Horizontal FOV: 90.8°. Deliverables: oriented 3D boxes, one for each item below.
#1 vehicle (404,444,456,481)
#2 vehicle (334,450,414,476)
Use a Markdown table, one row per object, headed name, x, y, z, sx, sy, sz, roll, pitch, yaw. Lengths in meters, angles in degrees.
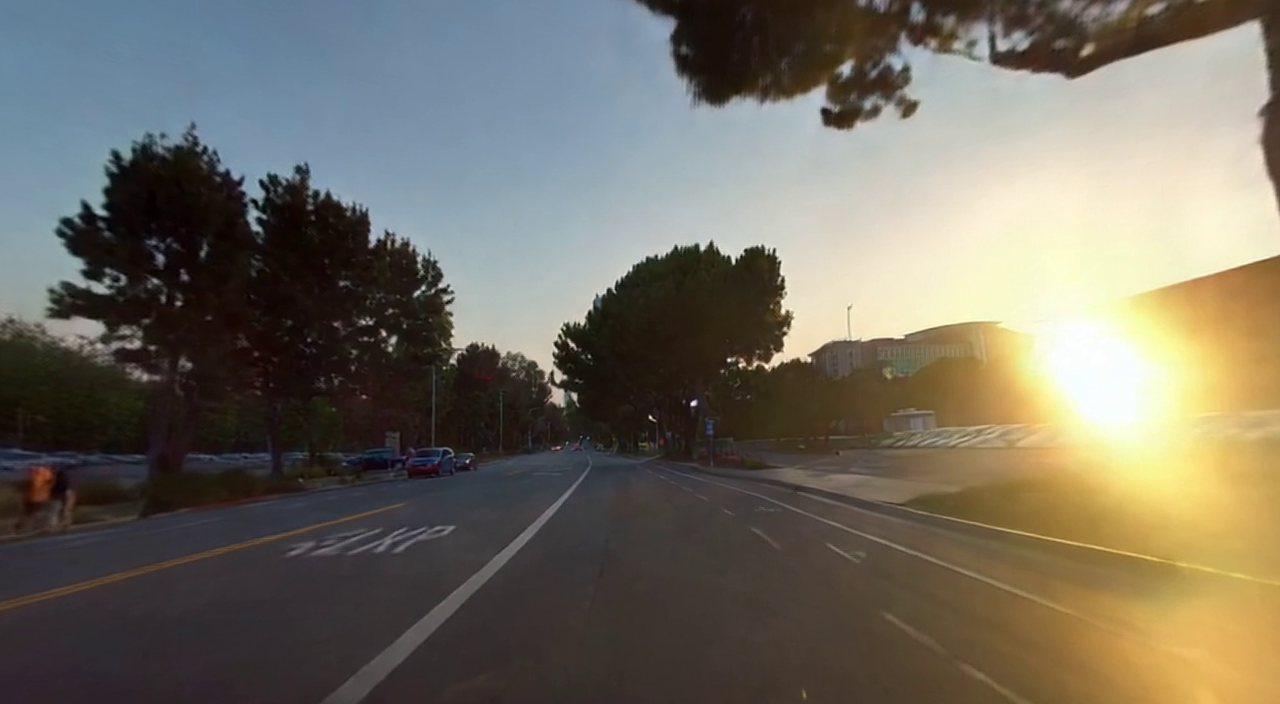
| name | x | y | z | sx | sy | sz | roll | pitch | yaw |
| --- | --- | --- | --- | --- | --- | --- | --- | --- | --- |
| vehicle | -14.413 | 7.577 | 43.659 | 2.314 | 2.144 | 5.403 | -3 | -7 | -7 |
| vehicle | -20.792 | 8.663 | 49.503 | 5.168 | 1.886 | 2.283 | 0 | -8 | 0 |
